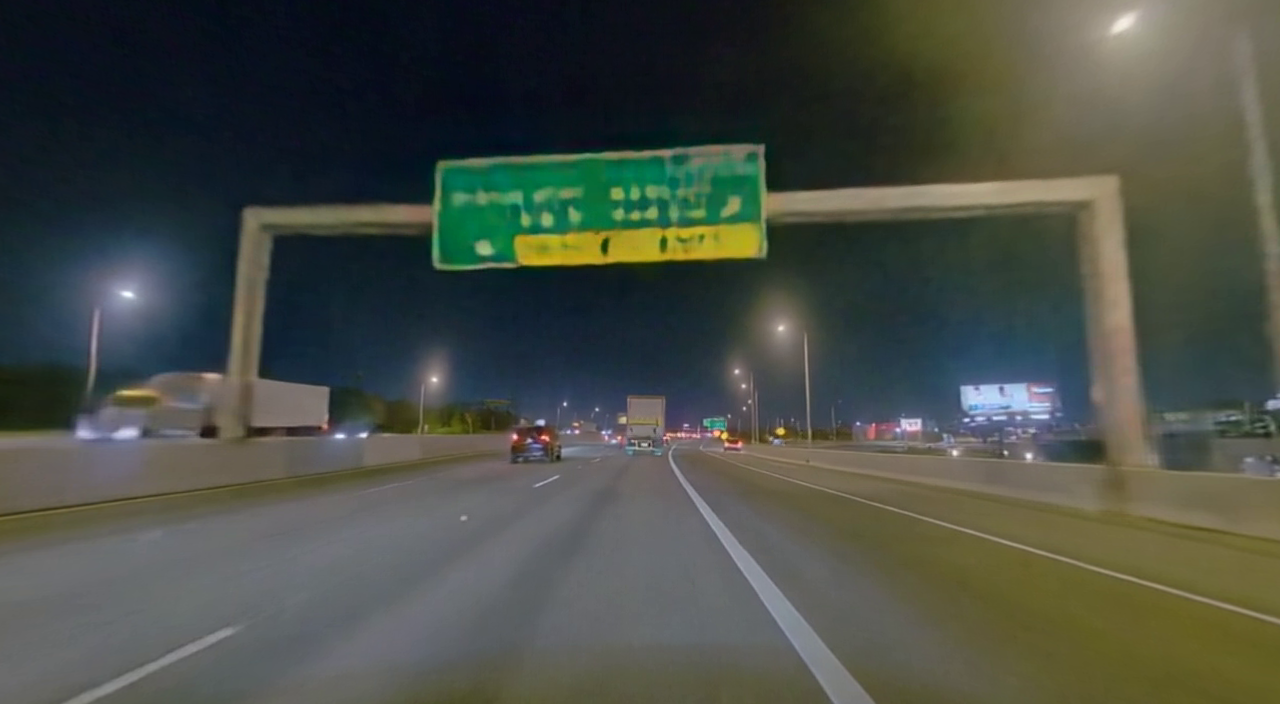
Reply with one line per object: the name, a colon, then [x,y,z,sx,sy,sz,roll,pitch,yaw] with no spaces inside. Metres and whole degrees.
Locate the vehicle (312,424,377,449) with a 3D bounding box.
vehicle: [-19.355,5.561,41.391,1.893,1.598,4.324,-1,-8,4]

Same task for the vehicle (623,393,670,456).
vehicle: [0.501,5.391,46.044,3.024,4.019,10.605,0,-8,1]

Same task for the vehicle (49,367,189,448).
vehicle: [-24.128,2.665,29.339,2.853,3.414,3.777,1,-8,5]

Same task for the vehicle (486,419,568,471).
vehicle: [-4.185,3.516,24.044,2.119,1.787,4.655,0,-8,2]

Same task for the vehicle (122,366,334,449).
vehicle: [-23.861,3.677,38.219,2.960,4.104,14.061,0,-8,2]

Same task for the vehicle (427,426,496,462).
vehicle: [-7.887,4.091,28.194,1.845,1.493,3.799,0,-8,2]
